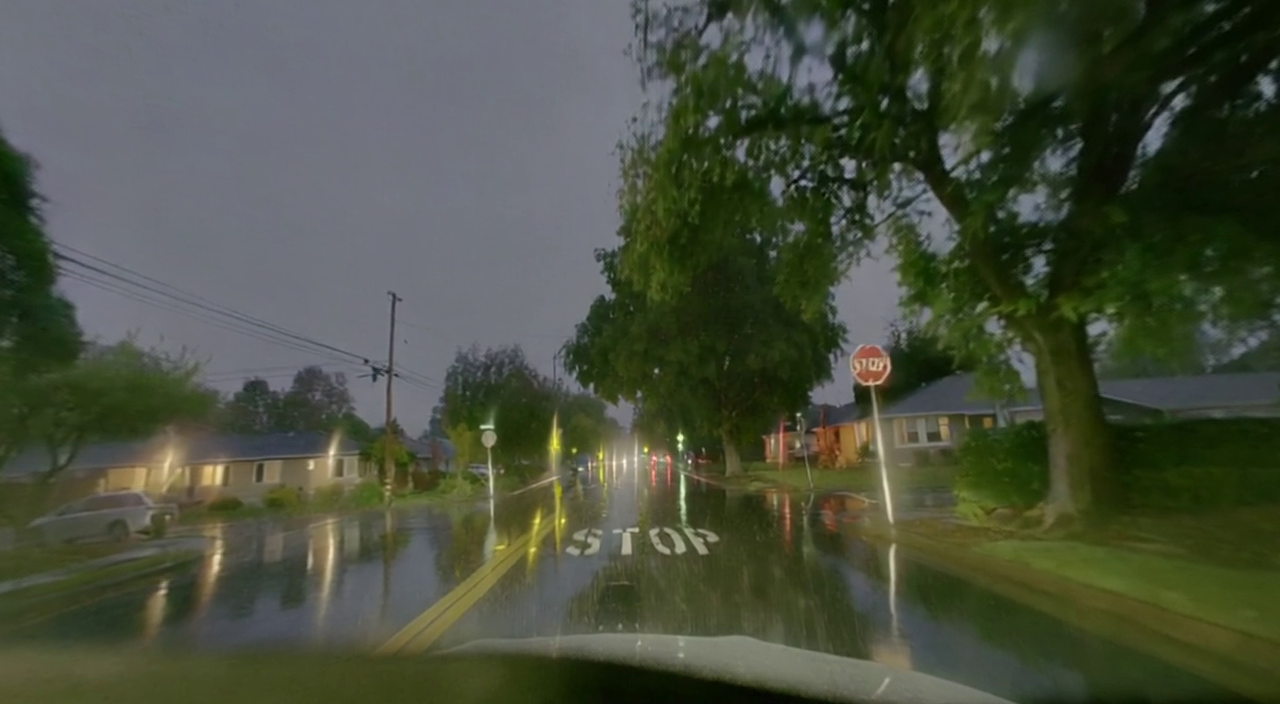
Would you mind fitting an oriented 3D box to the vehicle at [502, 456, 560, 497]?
[{"bbox_3d":[-5.972,6.856,35.231,2.149,1.823,4.613,-6,-9,1],"label":"vehicle"}]

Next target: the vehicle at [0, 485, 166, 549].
[{"bbox_3d":[-18.474,5.423,20.884,4.274,1.626,2.093,-6,-9,11],"label":"vehicle"}]
